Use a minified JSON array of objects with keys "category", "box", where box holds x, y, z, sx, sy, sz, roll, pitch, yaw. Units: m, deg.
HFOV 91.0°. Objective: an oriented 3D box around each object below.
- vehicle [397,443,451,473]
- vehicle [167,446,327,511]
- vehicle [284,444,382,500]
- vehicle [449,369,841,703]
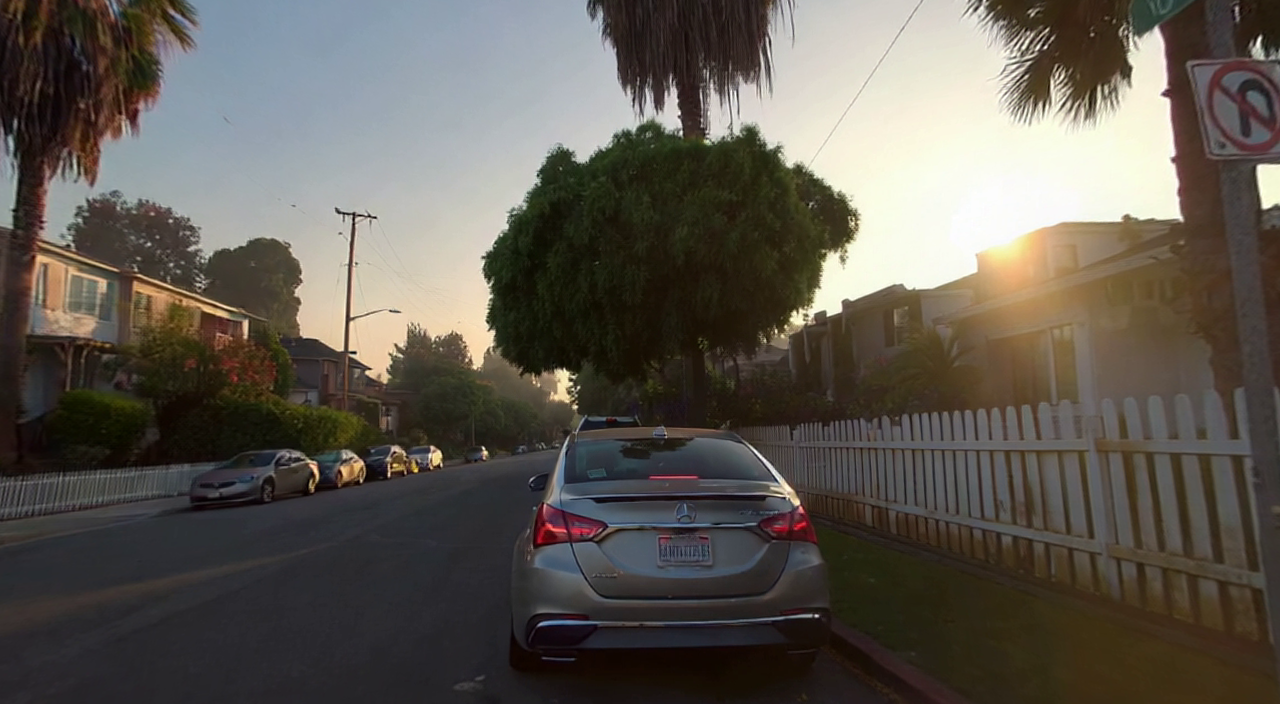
[{"category":"vehicle","box":[-13.157,6.464,38.692,2.060,1.689,4.999,1,-8,-7]},{"category":"vehicle","box":[-11.401,3.650,18.805,2.017,1.627,5.039,1,-8,-7]},{"category":"vehicle","box":[-12.148,4.710,25.285,2.048,1.485,4.757,-4,-4,-8]},{"category":"vehicle","box":[-0.136,1.214,5.003,1.894,1.695,3.795,1,-8,-6]}]
